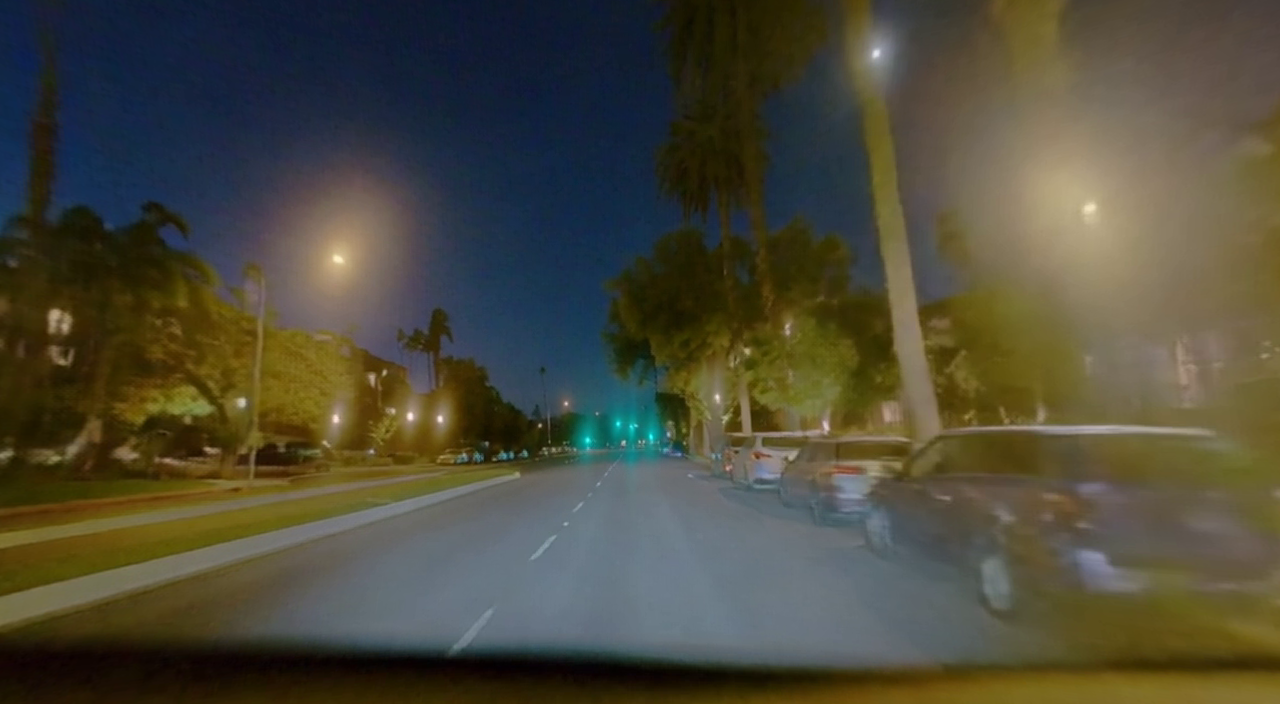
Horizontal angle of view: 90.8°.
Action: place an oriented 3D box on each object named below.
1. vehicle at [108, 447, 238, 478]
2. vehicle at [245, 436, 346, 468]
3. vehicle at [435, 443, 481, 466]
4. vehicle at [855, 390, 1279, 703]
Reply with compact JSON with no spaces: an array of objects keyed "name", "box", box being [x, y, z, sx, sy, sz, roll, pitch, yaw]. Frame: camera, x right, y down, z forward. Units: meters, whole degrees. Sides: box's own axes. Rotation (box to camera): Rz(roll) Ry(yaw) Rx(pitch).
[{"name":"vehicle","box":[-23.650,5.601,32.117,4.946,1.518,2.115,0,-8,1]},{"name":"vehicle","box":[-22.814,6.618,42.027,5.386,2.043,2.124,0,-9,-1]},{"name":"vehicle","box":[-13.802,7.773,48.202,2.131,1.492,4.310,-1,-7,2]},{"name":"vehicle","box":[3.665,1.339,5.555,1.954,1.632,4.356,0,-8,-1]}]
